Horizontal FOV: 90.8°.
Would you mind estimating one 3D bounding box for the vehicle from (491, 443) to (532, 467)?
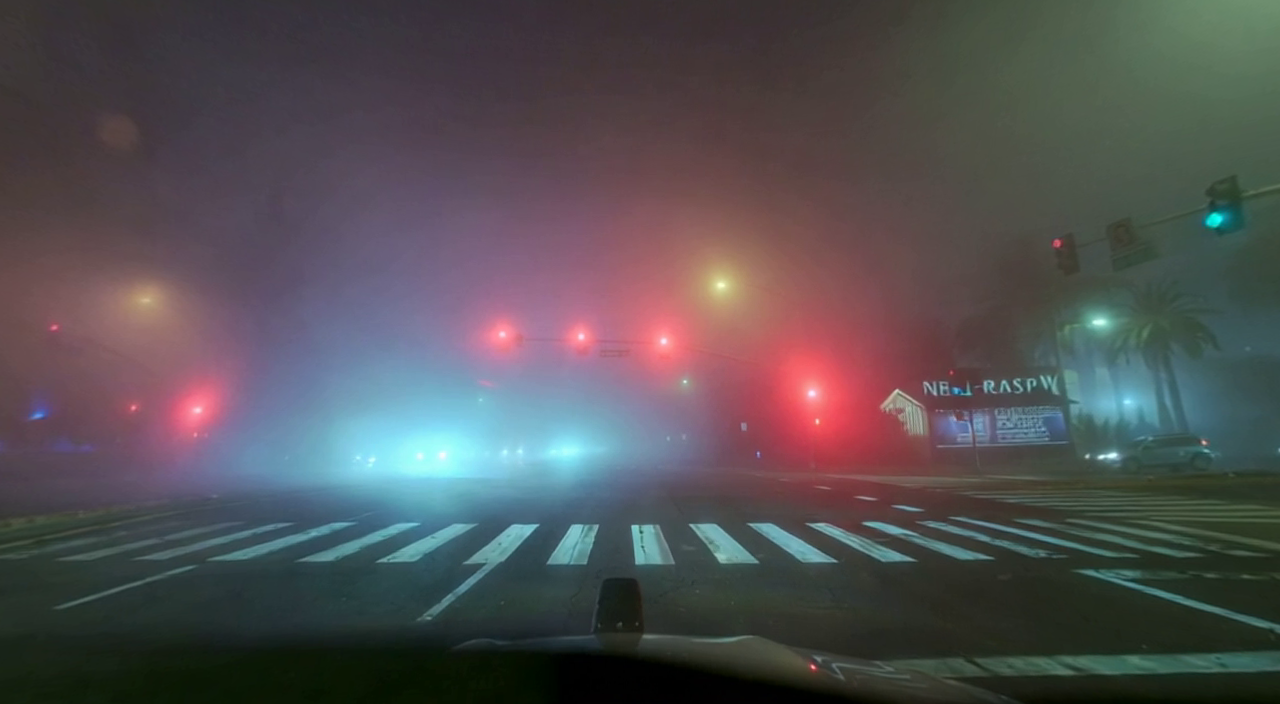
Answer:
[{"bbox_3d":[-9.675,7.736,47.728,2.074,1.681,4.417,0,-9,1],"label":"vehicle"}]

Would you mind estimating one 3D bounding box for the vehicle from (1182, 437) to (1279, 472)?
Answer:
[{"bbox_3d":[27.408,4.602,28.484,4.625,1.451,1.801,1,-9,-9],"label":"vehicle"}]

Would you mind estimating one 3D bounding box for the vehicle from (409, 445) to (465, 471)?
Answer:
[{"bbox_3d":[-13.676,7.139,42.856,2.074,1.671,4.755,0,-9,1],"label":"vehicle"}]

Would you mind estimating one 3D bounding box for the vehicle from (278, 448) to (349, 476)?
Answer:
[{"bbox_3d":[-21.027,7.087,40.939,2.107,1.642,4.561,0,-9,0],"label":"vehicle"}]

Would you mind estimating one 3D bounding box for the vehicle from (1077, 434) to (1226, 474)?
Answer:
[{"bbox_3d":[22.239,4.449,27.642,4.533,1.676,2.236,0,-9,-1],"label":"vehicle"}]

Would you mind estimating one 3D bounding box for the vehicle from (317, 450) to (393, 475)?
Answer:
[{"bbox_3d":[-17.377,6.755,38.898,2.221,1.449,5.092,0,-9,1],"label":"vehicle"}]
